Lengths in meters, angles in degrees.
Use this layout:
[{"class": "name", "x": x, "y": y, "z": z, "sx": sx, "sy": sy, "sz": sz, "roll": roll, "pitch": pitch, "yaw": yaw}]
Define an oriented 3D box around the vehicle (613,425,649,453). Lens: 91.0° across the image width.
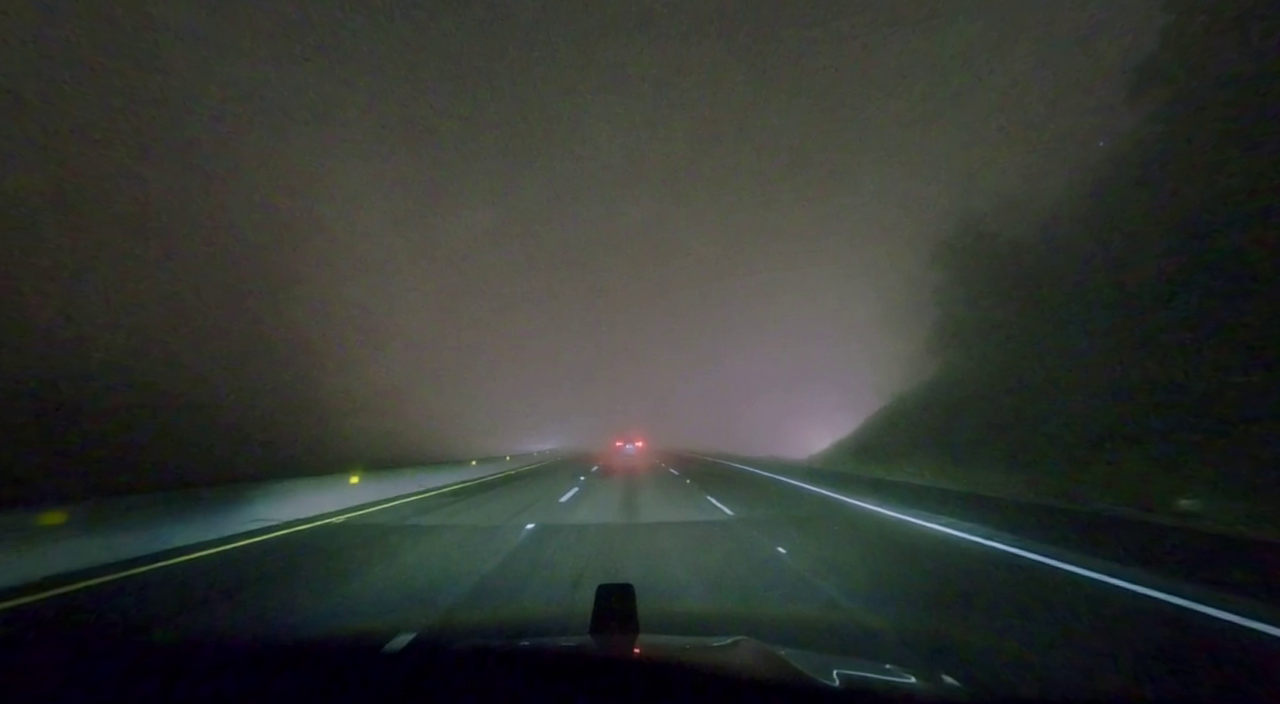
[{"class": "vehicle", "x": -0.617, "y": 5.591, "z": 40.510, "sx": 2.157, "sy": 1.647, "sz": 4.524, "roll": 0, "pitch": -8, "yaw": -2}]
